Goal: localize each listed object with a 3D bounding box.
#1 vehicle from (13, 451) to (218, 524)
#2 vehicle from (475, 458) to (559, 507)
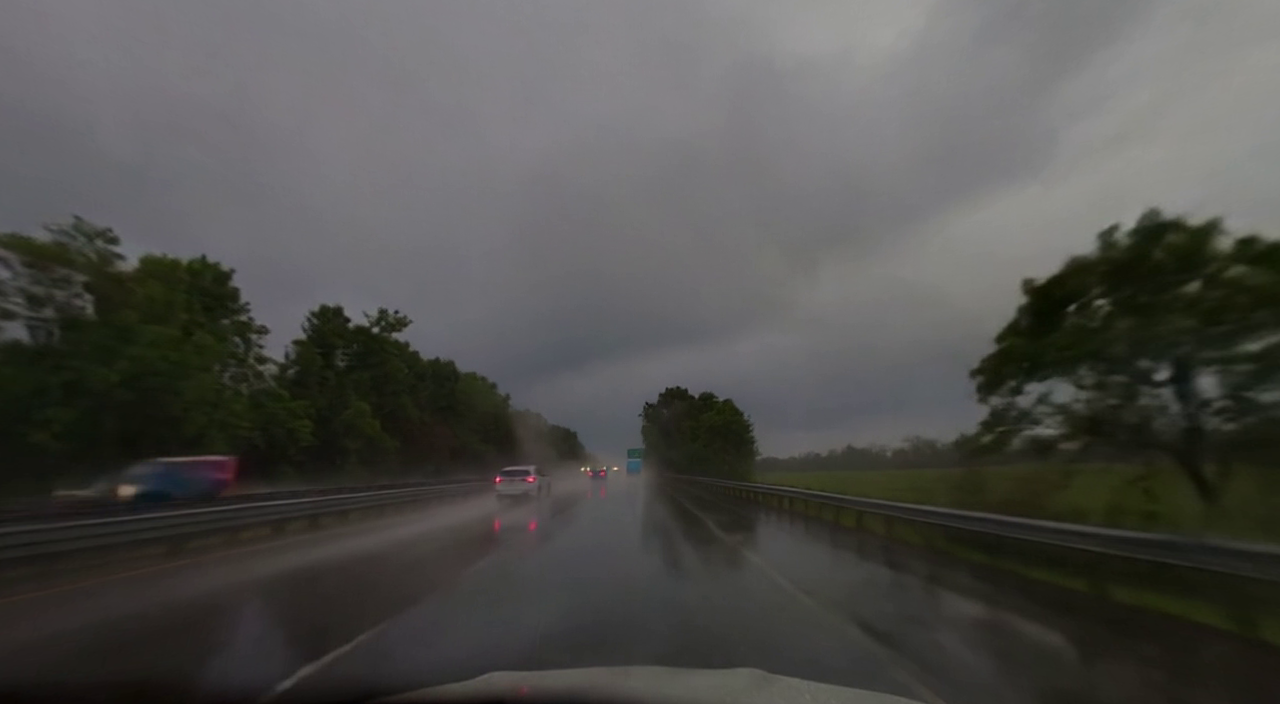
[{"bbox_3d":[-13.198,3.437,16.247,1.814,1.610,3.906,1,-11,0],"label":"vehicle"},{"bbox_3d":[-4.257,4.641,22.652,2.040,1.525,4.603,1,-11,1],"label":"vehicle"}]
